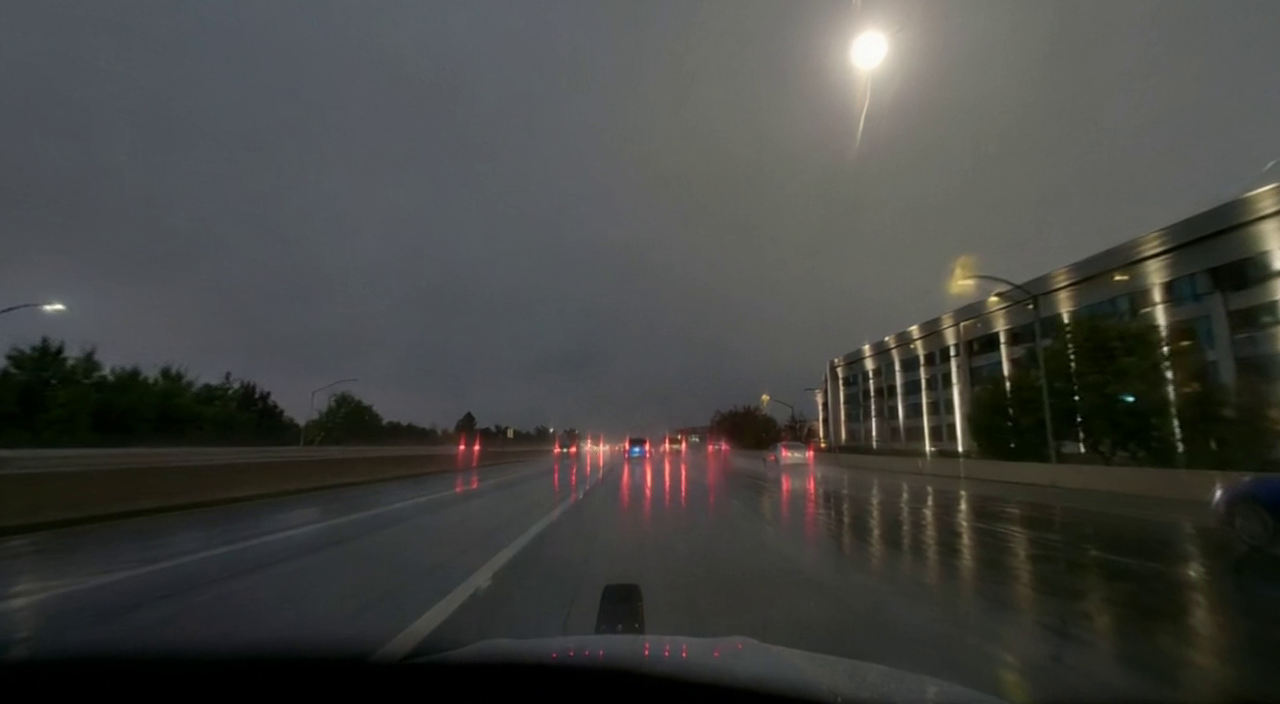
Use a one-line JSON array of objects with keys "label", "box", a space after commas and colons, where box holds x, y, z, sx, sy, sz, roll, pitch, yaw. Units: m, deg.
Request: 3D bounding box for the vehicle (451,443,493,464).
[{"label": "vehicle", "box": [-12.656, 7.629, 47.558, 1.901, 1.488, 4.435, 0, -8, 1]}]

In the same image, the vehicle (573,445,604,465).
[{"label": "vehicle", "box": [-3.604, 7.308, 44.688, 1.825, 1.347, 3.773, 0, -8, 0]}]

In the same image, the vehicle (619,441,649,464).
[{"label": "vehicle", "box": [-0.388, 7.157, 44.836, 2.036, 1.542, 3.891, 0, -8, 0]}]
